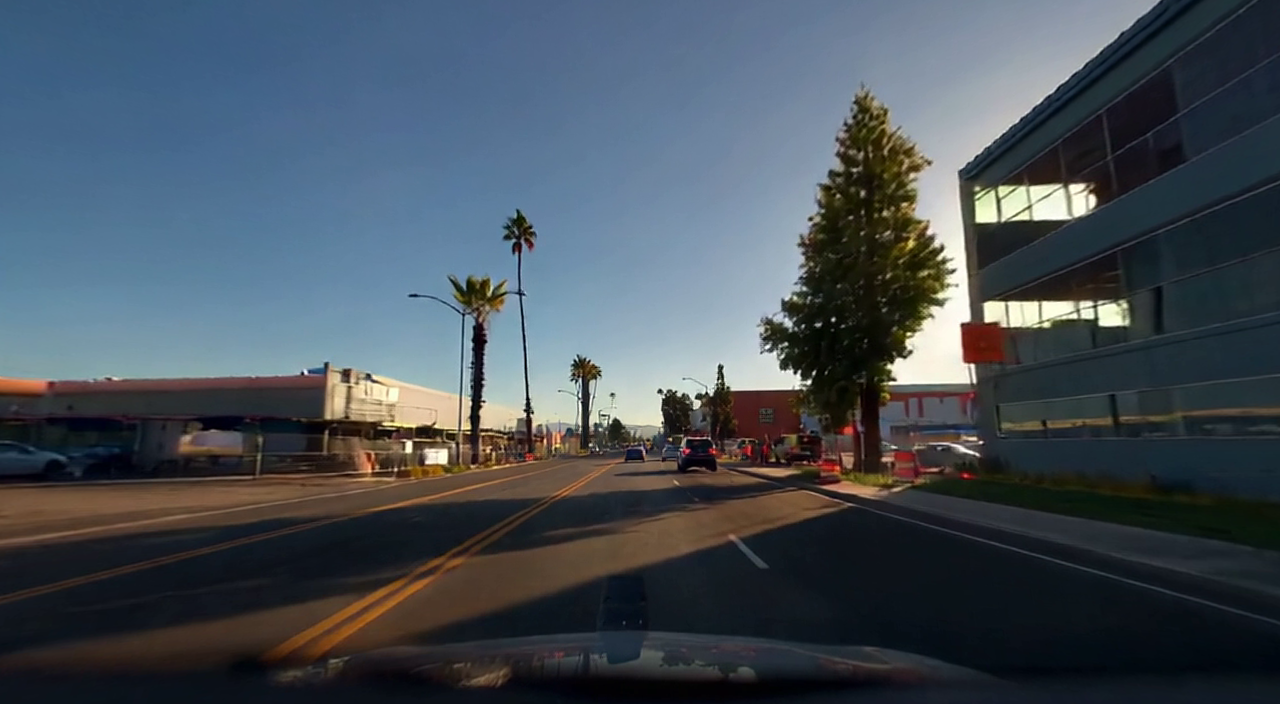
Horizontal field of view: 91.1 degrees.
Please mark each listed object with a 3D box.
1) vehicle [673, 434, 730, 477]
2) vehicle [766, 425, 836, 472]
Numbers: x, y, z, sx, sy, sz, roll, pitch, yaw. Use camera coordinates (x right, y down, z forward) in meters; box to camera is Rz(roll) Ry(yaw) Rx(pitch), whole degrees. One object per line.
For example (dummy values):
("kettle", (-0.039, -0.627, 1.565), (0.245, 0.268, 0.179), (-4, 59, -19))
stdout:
("vehicle", (3.001, 5.228, 32.129), (2.386, 1.970, 5.665), (0, -8, 0))
("vehicle", (11.204, 6.669, 43.541), (2.609, 2.976, 4.867), (-7, -11, 41))
